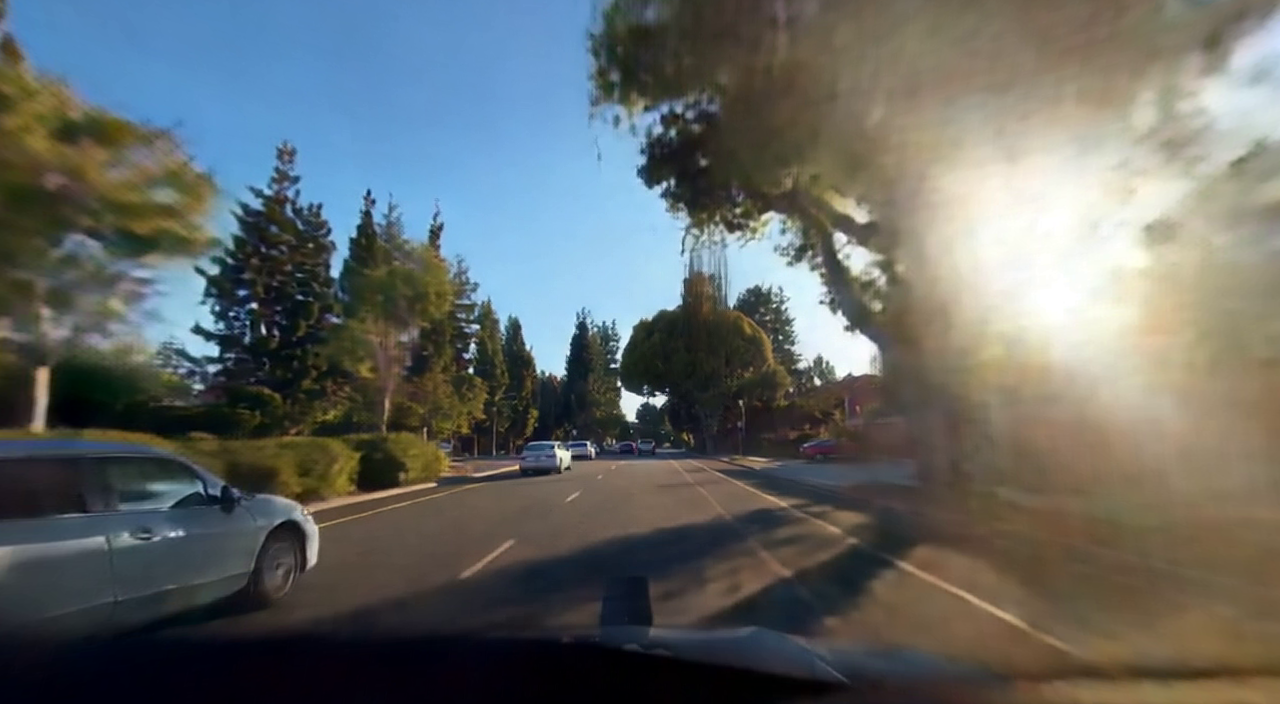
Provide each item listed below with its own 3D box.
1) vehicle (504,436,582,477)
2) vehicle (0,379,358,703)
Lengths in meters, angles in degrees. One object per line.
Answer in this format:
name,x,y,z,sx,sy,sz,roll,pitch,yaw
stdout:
vehicle,-3.725,4.140,25.177,2.188,1.473,4.651,0,-8,3
vehicle,-4.139,1.074,4.137,2.190,1.545,4.943,0,-8,1
